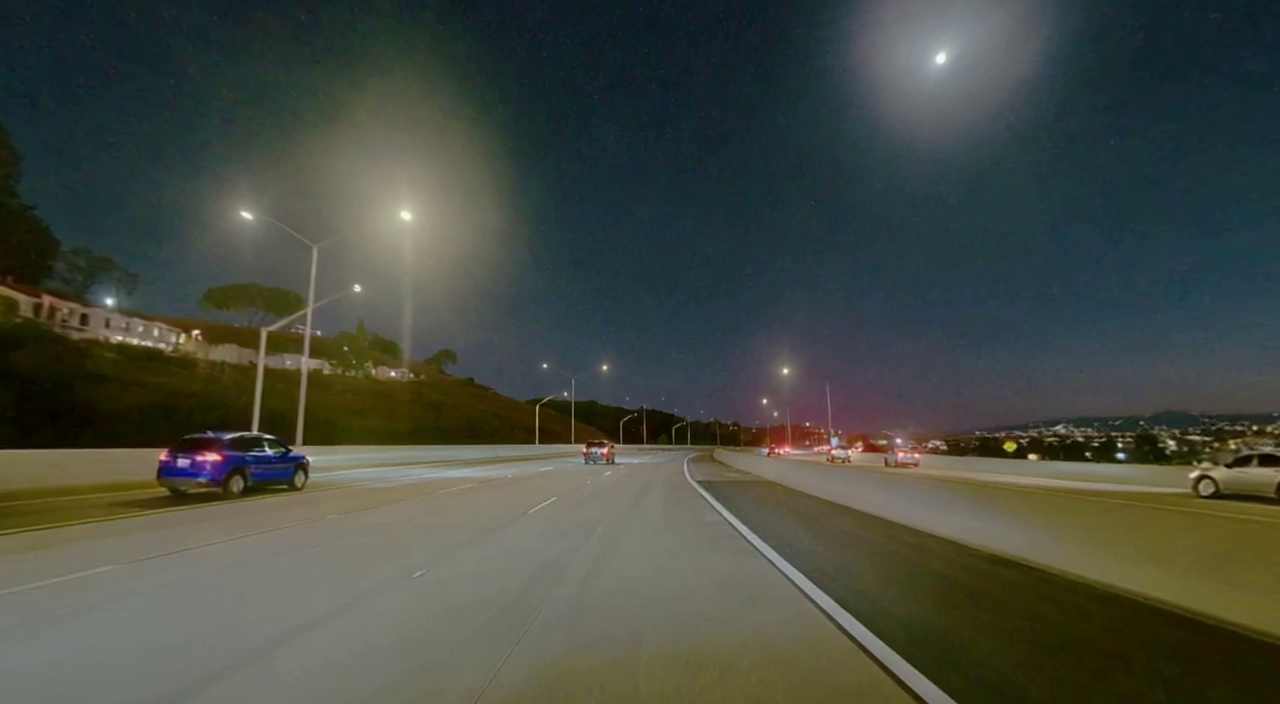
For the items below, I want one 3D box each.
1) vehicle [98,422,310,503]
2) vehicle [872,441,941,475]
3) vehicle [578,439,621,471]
[{"bbox_3d":[-10.819,2.770,16.216,2.039,1.746,4.528,-1,-8,3],"label":"vehicle"},{"bbox_3d":[13.118,5.213,31.340,1.786,1.559,4.496,-1,-8,5],"label":"vehicle"},{"bbox_3d":[-2.391,6.202,38.085,2.028,1.782,4.150,-1,-8,5],"label":"vehicle"}]
